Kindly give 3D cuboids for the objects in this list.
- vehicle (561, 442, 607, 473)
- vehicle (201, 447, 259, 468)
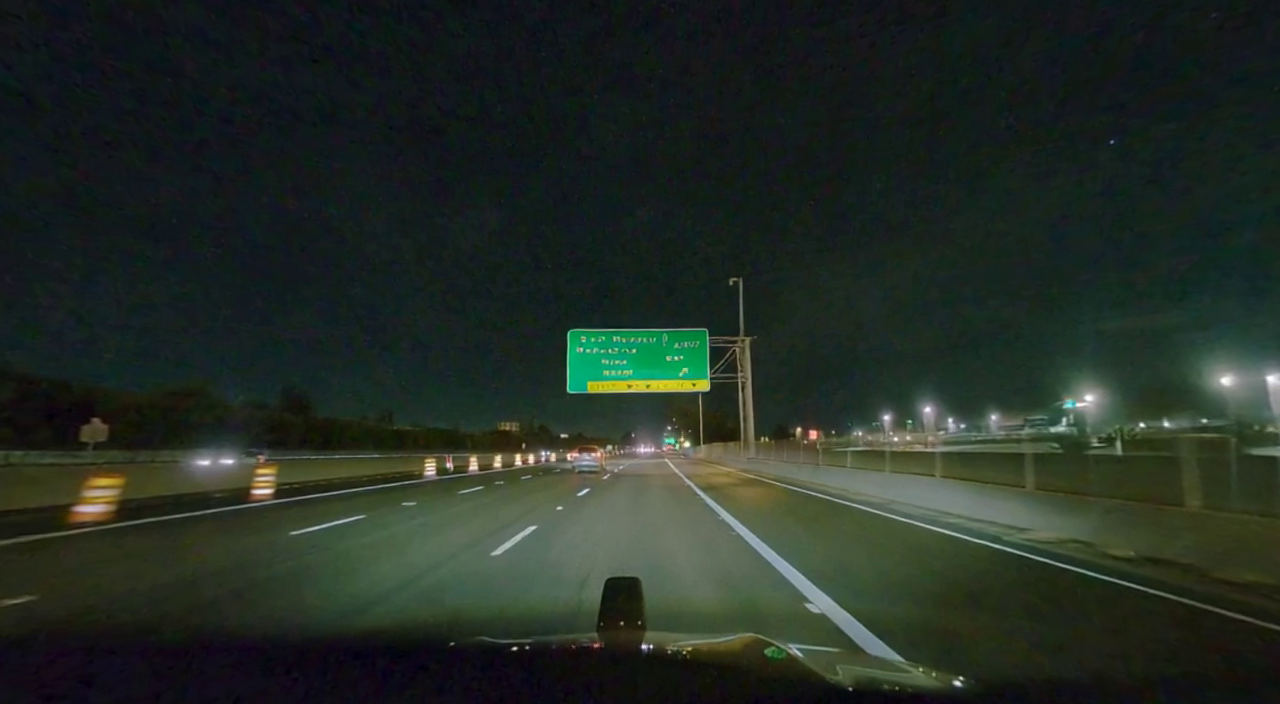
[{"bbox_3d":[-3.056,5.852,34.987,2.078,1.629,4.059,0,-8,1],"label":"vehicle"},{"bbox_3d":[-27.490,7.067,42.164,1.532,1.374,3.384,0,-8,0],"label":"vehicle"}]
